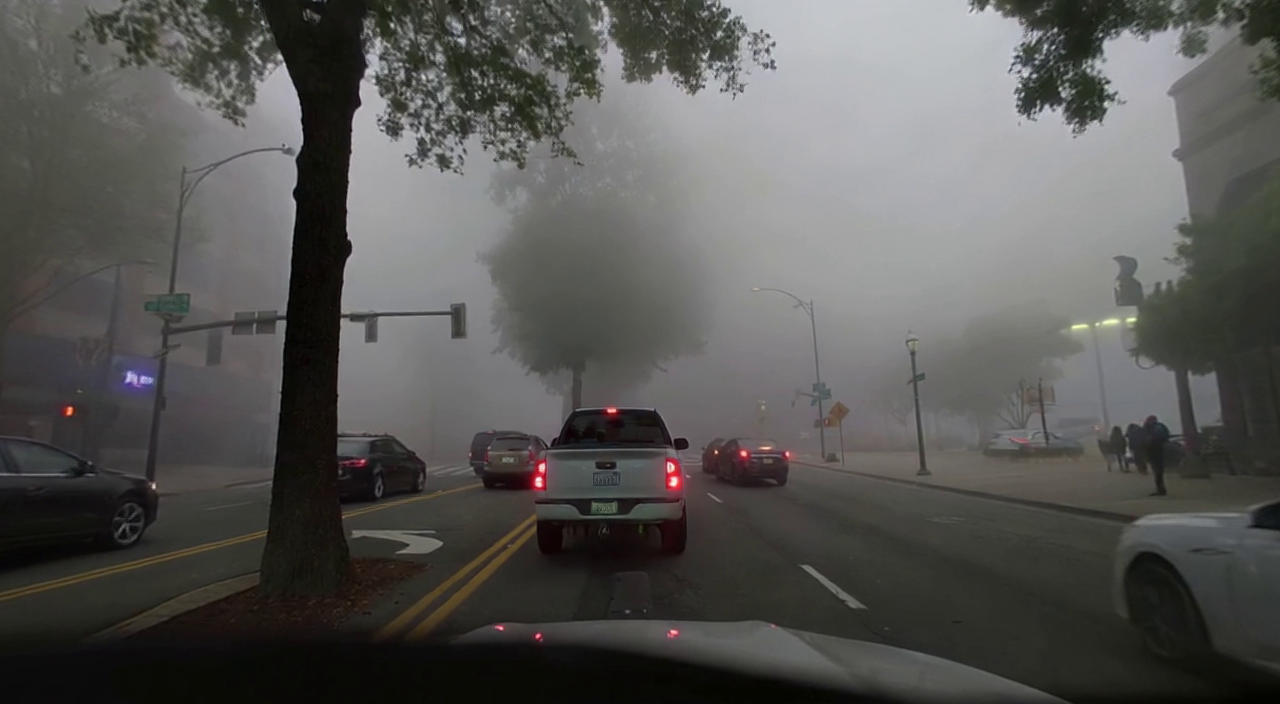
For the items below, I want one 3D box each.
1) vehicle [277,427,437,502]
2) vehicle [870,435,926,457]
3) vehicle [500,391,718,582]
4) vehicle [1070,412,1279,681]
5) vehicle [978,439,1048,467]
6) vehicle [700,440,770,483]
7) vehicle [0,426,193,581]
[{"bbox_3d":[-7.074,2.858,16.418,1.941,1.655,4.503,0,-8,2],"label":"vehicle"},{"bbox_3d":[20.099,7.325,49.039,4.361,1.653,2.034,6,-11,-37],"label":"vehicle"},{"bbox_3d":[-0.310,1.597,8.234,2.064,1.817,4.298,0,-8,-1],"label":"vehicle"},{"bbox_3d":[5.140,0.992,2.913,1.957,1.490,4.718,5,-10,-30],"label":"vehicle"},{"bbox_3d":[20.104,5.404,33.921,3.836,1.443,1.694,5,-10,-35],"label":"vehicle"},{"bbox_3d":[3.427,4.043,23.512,2.023,1.441,4.240,0,-8,1],"label":"vehicle"},{"bbox_3d":[-6.982,1.486,6.295,1.831,1.451,4.382,0,-8,0],"label":"vehicle"}]
